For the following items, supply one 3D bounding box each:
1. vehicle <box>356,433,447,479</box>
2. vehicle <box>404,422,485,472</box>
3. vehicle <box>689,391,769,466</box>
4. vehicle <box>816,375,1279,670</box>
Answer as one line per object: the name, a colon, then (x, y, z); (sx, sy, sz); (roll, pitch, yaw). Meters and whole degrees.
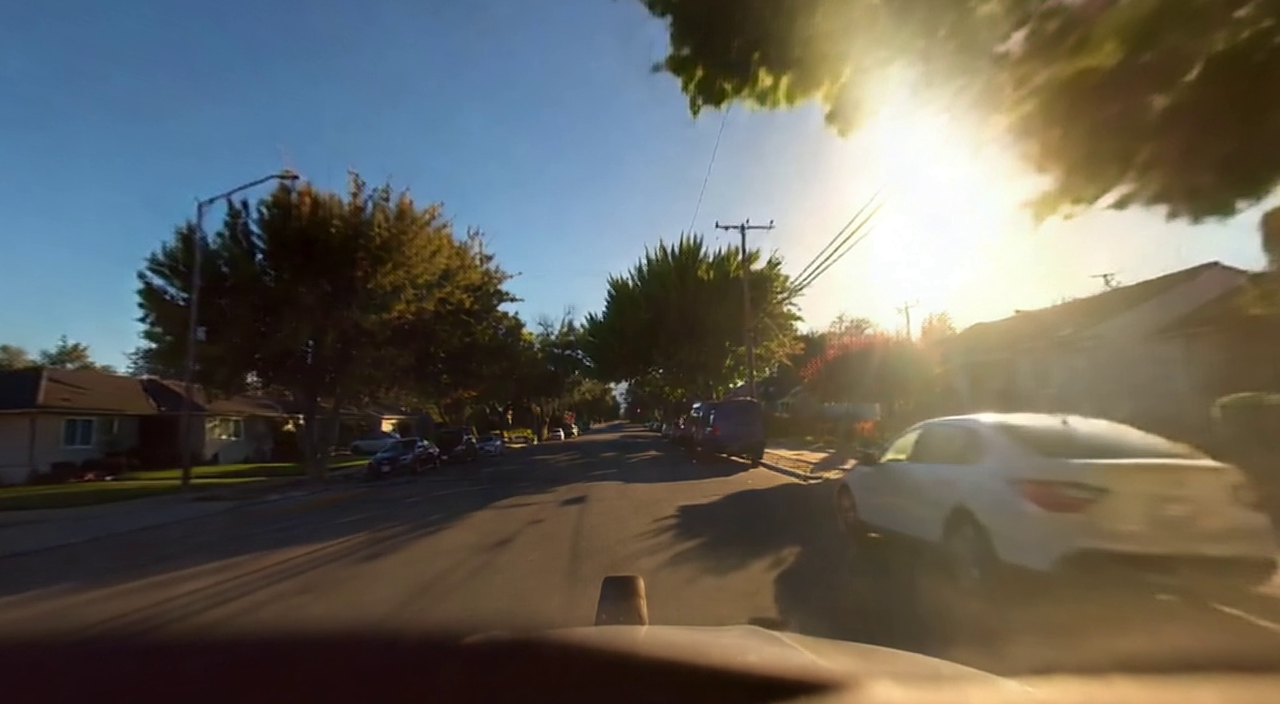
vehicle: (-8.423, 3.704, 22.707); (1.821, 1.476, 4.060); (0, -8, -3)
vehicle: (-8.594, 4.181, 28.214); (2.163, 1.841, 4.679); (-6, -7, -2)
vehicle: (3.056, 2.785, 22.588); (2.233, 2.453, 3.787); (0, -8, -1)
vehicle: (3.562, 1.338, 6.173); (2.079, 1.681, 4.933); (0, -8, -2)
